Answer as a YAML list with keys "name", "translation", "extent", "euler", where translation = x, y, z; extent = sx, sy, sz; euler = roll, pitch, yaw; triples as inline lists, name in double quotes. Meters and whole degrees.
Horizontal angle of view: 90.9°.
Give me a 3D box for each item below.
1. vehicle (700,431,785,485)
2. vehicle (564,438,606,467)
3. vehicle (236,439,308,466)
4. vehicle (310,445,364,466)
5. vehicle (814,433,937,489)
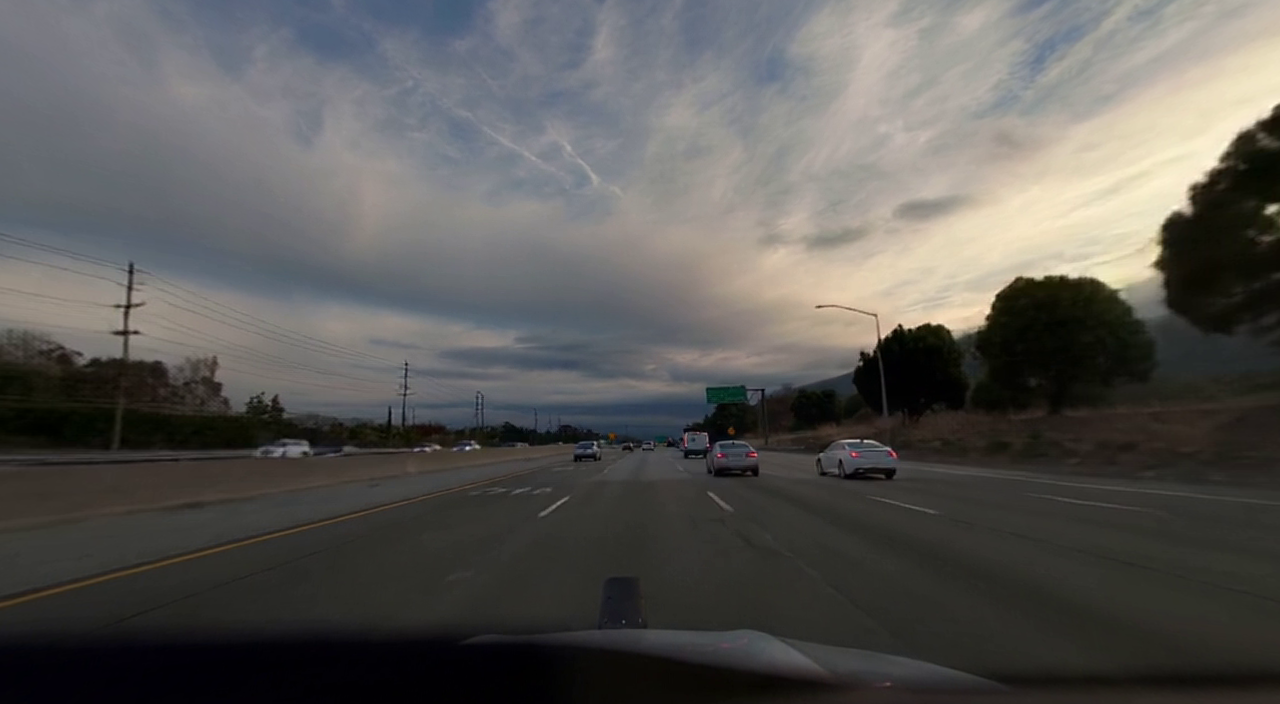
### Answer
- name: "vehicle"
  translation: [3.391, 3.608, 21.834]
  extent: [2.146, 1.639, 4.475]
  euler: [0, -8, 0]
- name: "vehicle"
  translation: [-3.332, 6.215, 39.229]
  extent: [2.106, 1.682, 4.395]
  euler: [-1, -8, 2]
- name: "vehicle"
  translation: [-25.198, 6.886, 43.415]
  extent: [1.996, 1.661, 4.748]
  euler: [-1, -8, 1]
- name: "vehicle"
  translation: [-22.304, 7.625, 46.642]
  extent: [1.863, 1.400, 4.075]
  euler: [-1, -8, 2]
- name: "vehicle"
  translation: [7.249, 3.389, 20.036]
  extent: [1.988, 1.518, 4.856]
  euler: [0, -8, -1]
